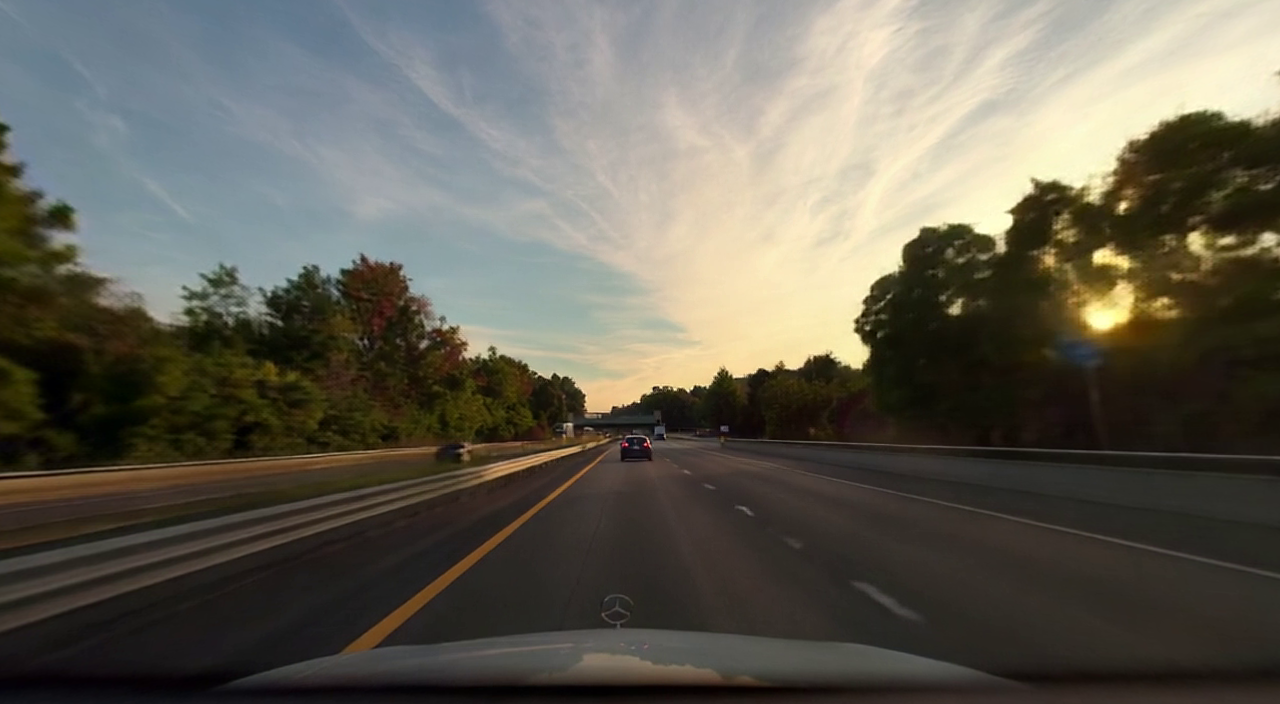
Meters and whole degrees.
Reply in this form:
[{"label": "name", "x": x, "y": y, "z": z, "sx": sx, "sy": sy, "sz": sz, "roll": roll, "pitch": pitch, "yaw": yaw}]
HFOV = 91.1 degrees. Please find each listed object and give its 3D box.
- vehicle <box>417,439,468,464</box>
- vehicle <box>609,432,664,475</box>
[{"label": "vehicle", "x": -12.964, "y": 6.536, "z": 41.605, "sx": 1.878, "sy": 1.499, "sz": 4.539, "roll": 0, "pitch": -8, "yaw": 0}, {"label": "vehicle", "x": -0.137, "y": 3.756, "z": 23.630, "sx": 1.897, "sy": 1.479, "sz": 3.724, "roll": 0, "pitch": -8, "yaw": -1}]
